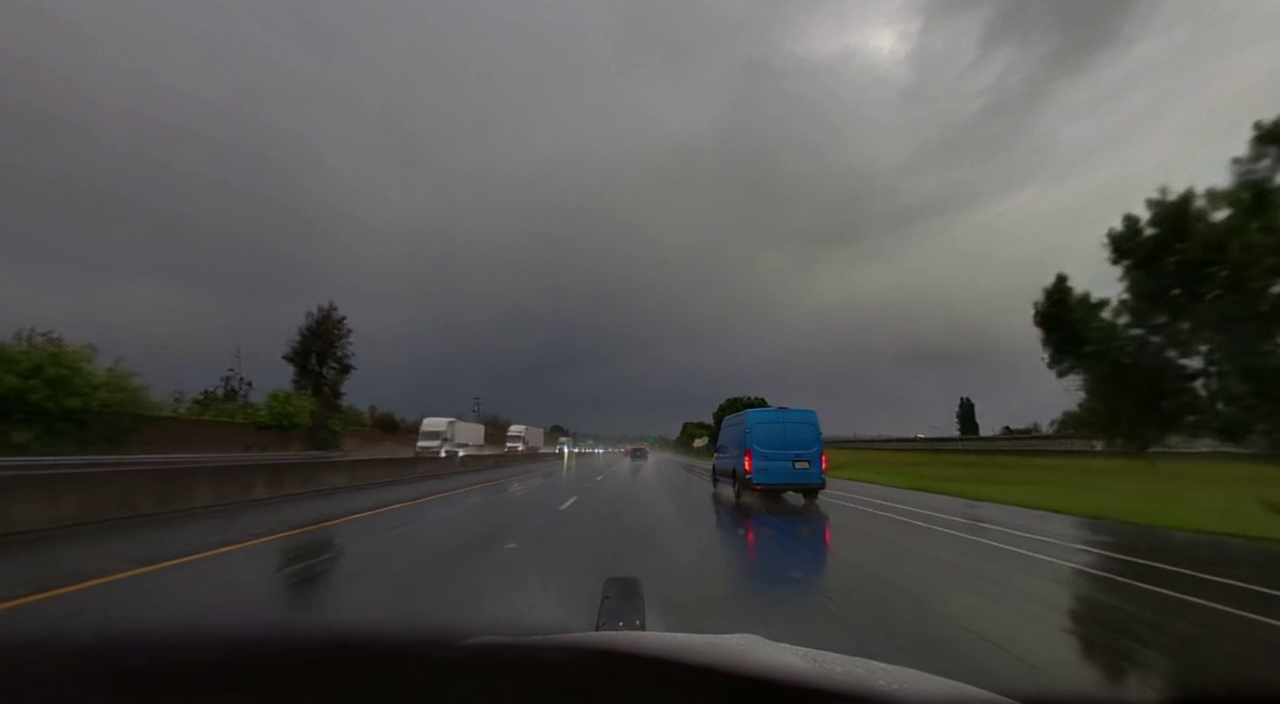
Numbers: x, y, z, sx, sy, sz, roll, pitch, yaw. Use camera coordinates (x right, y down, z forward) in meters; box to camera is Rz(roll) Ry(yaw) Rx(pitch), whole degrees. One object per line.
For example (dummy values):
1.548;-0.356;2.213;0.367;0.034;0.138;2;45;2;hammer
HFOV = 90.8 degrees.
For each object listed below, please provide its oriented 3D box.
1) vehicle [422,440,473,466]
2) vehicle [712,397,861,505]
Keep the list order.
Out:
-12.160;6.418;40.175;1.838;1.498;4.378;0;-9;1;vehicle
3.844;2.845;18.286;2.552;2.524;6.630;0;-9;-1;vehicle
